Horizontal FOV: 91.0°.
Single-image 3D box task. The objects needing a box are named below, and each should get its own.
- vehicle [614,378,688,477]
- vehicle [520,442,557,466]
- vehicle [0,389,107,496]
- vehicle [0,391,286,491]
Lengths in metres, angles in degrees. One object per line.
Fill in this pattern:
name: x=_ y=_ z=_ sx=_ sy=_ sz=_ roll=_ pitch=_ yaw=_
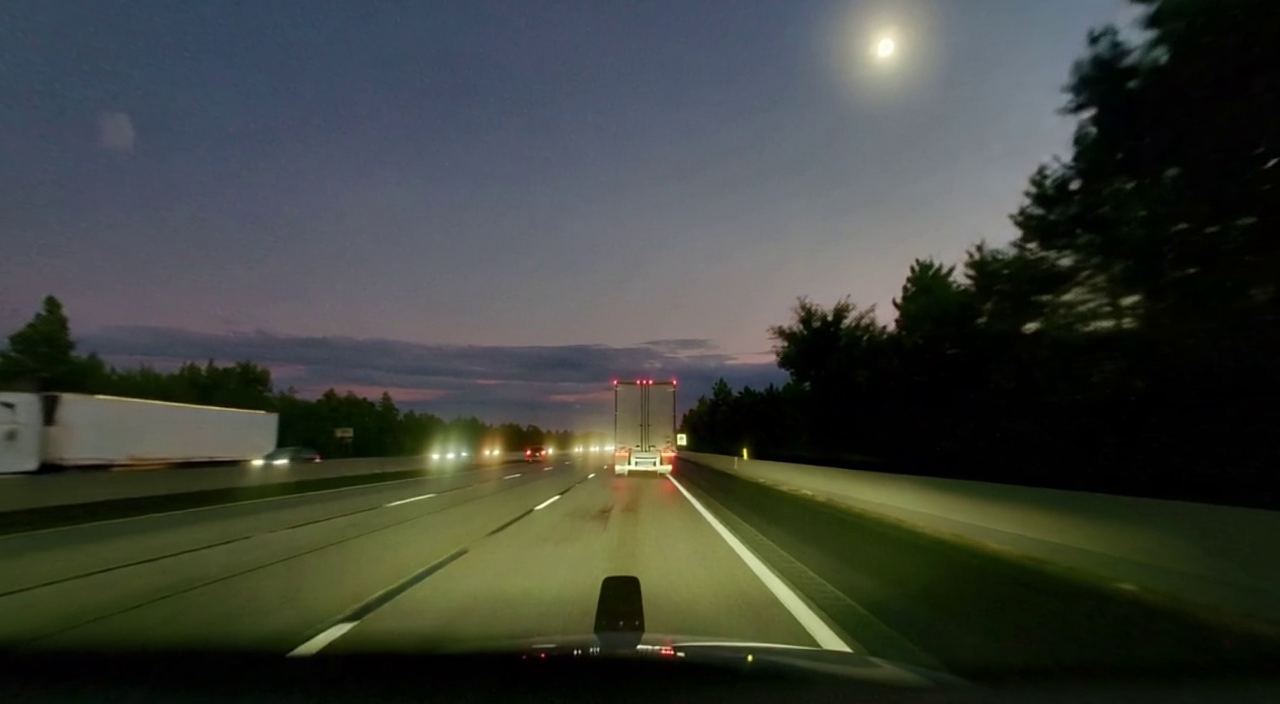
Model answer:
vehicle: x=0.386 y=3.984 z=31.986 sx=3.052 sy=4.132 sz=11.336 roll=0 pitch=-9 yaw=-1
vehicle: x=-7.558 y=7.626 z=47.286 sx=2.066 sy=1.674 sz=4.423 roll=0 pitch=-8 yaw=0
vehicle: x=-25.596 y=3.479 z=24.098 sx=2.959 sy=3.986 sz=8.233 roll=0 pitch=-9 yaw=0
vehicle: x=-25.585 y=4.896 z=34.423 sx=2.947 sy=4.153 sz=16.224 roll=0 pitch=-9 yaw=0
